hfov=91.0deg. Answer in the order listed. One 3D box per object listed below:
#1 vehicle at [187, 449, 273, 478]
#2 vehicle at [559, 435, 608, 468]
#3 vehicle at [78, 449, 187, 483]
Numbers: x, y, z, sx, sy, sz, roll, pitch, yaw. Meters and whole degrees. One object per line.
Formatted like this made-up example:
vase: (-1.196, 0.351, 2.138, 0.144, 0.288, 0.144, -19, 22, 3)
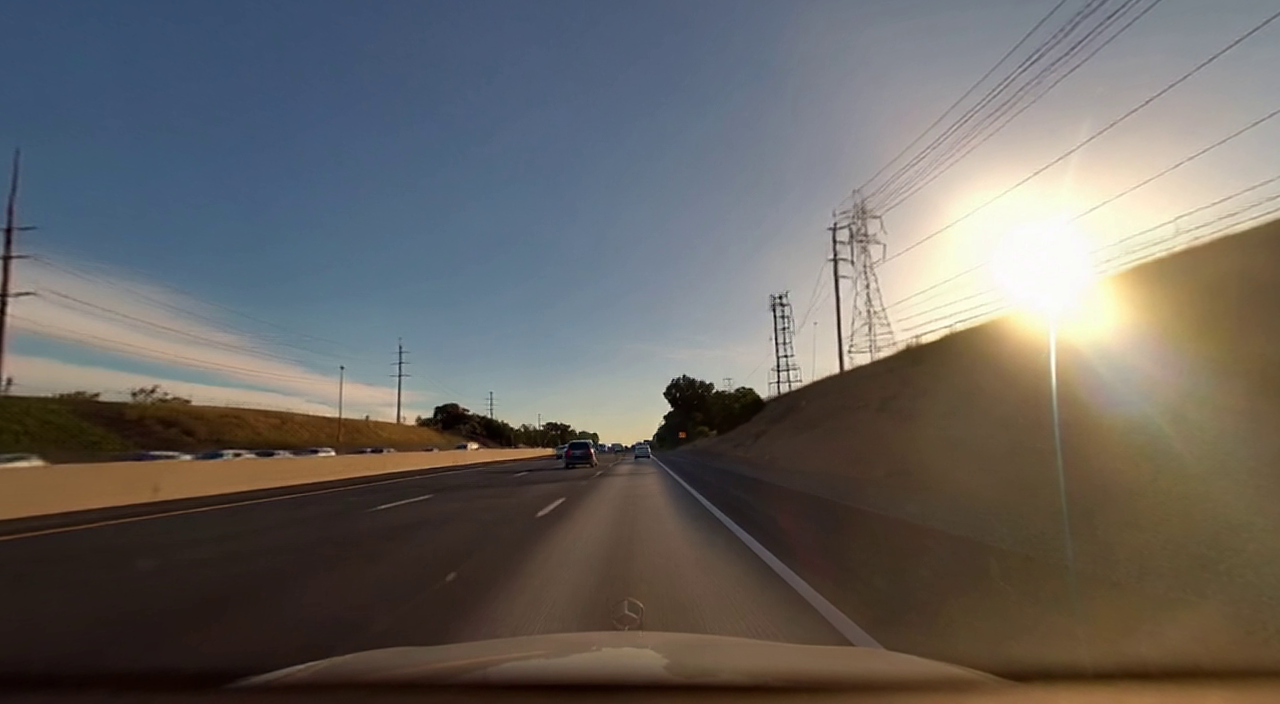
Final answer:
vehicle: (-24.353, 6.613, 37.650, 1.955, 1.650, 4.628, 0, -9, 1)
vehicle: (-3.560, 6.426, 40.700, 2.577, 1.939, 5.408, 0, -9, 1)
vehicle: (-27.989, 6.247, 34.953, 2.019, 1.725, 4.739, 0, -9, 1)
